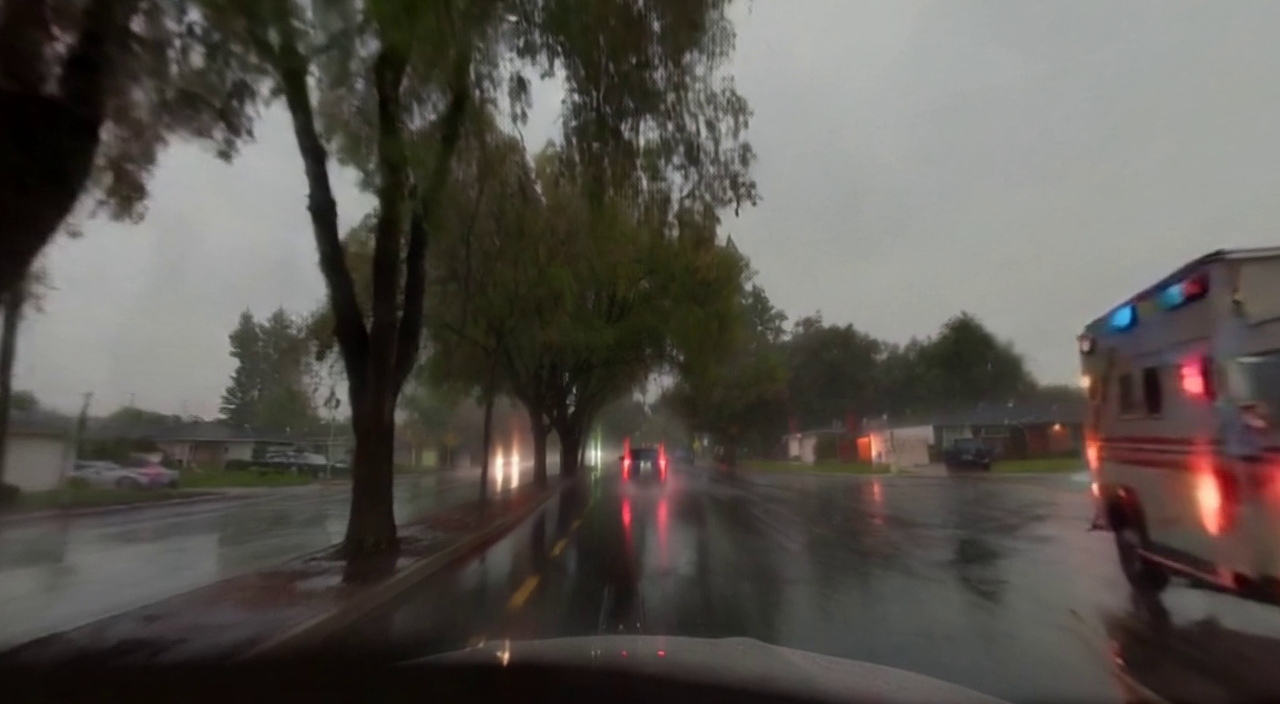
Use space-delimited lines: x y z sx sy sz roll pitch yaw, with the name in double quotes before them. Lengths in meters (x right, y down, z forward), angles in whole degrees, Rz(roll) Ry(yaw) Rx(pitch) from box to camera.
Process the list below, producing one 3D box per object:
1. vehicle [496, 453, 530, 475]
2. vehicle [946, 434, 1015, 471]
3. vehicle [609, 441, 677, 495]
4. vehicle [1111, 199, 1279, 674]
"vehicle" -9.542 8.435 47.604 1.861 1.516 3.752 0 -9 -2
"vehicle" 17.976 5.278 33.236 2.128 1.771 4.721 -7 -12 39
"vehicle" 0.115 3.848 21.301 2.106 1.655 3.717 0 -9 1
"vehicle" 5.247 0.546 3.640 2.654 2.824 5.794 -6 -11 24
